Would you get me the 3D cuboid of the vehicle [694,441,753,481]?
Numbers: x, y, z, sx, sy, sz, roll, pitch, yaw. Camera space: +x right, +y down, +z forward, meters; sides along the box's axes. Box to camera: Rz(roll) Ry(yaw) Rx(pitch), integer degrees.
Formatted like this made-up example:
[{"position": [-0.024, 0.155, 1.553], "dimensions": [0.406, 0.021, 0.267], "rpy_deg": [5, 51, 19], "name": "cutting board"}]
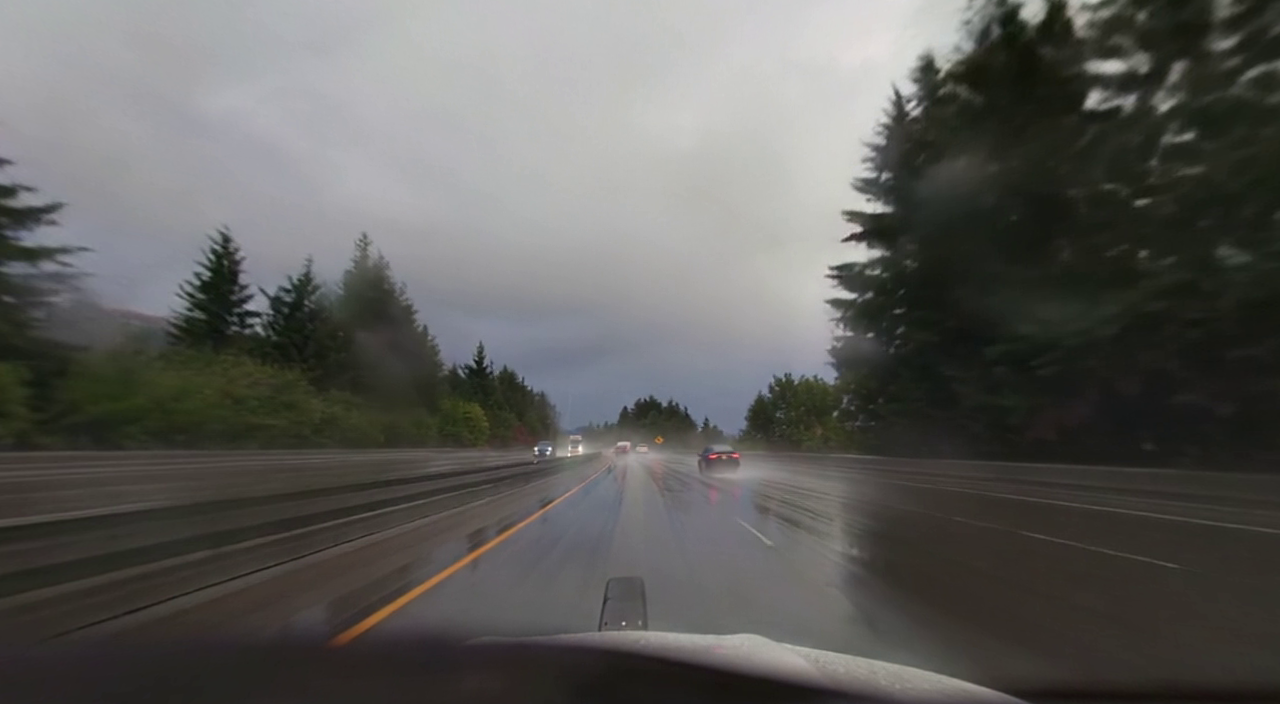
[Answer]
[{"position": [3.693, 4.903, 28.693], "dimensions": [1.933, 1.663, 4.440], "rpy_deg": [0, -9, -2], "name": "vehicle"}]
